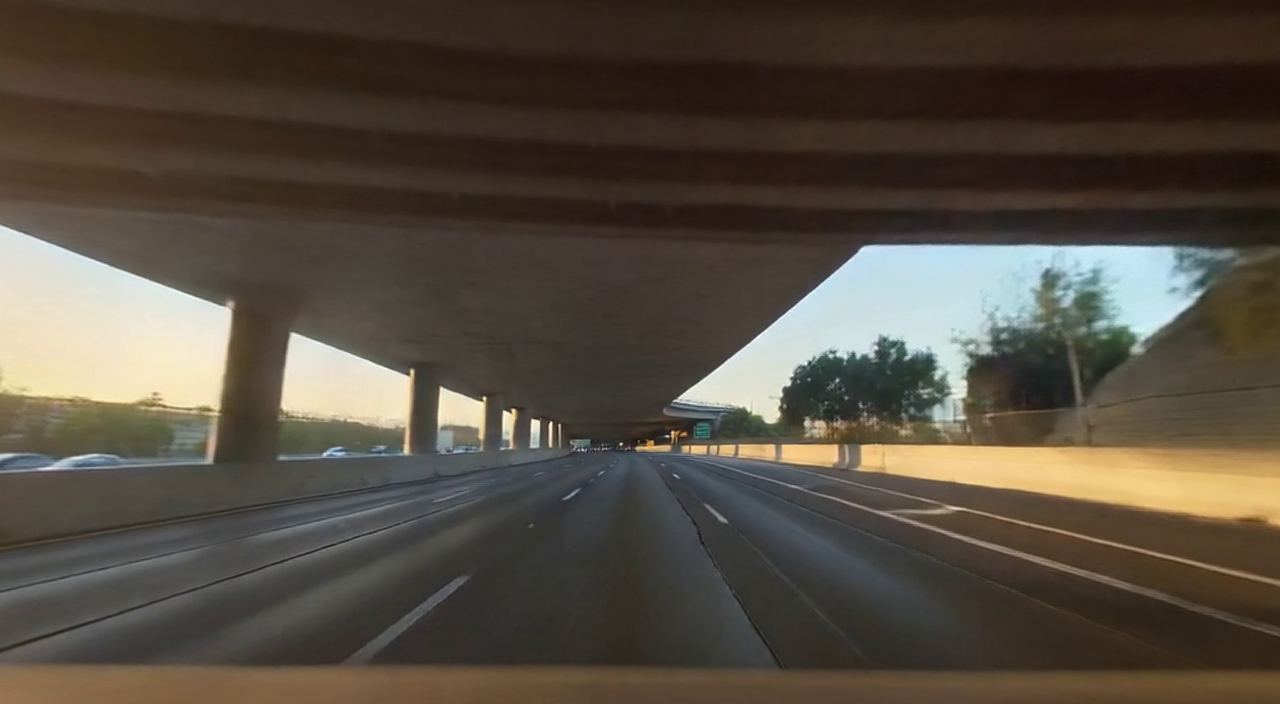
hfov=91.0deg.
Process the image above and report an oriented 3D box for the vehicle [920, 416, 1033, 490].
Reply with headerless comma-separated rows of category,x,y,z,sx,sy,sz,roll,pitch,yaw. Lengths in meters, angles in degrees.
vehicle,13.615,4.114,25.800,2.789,2.778,3.541,0,-9,6
